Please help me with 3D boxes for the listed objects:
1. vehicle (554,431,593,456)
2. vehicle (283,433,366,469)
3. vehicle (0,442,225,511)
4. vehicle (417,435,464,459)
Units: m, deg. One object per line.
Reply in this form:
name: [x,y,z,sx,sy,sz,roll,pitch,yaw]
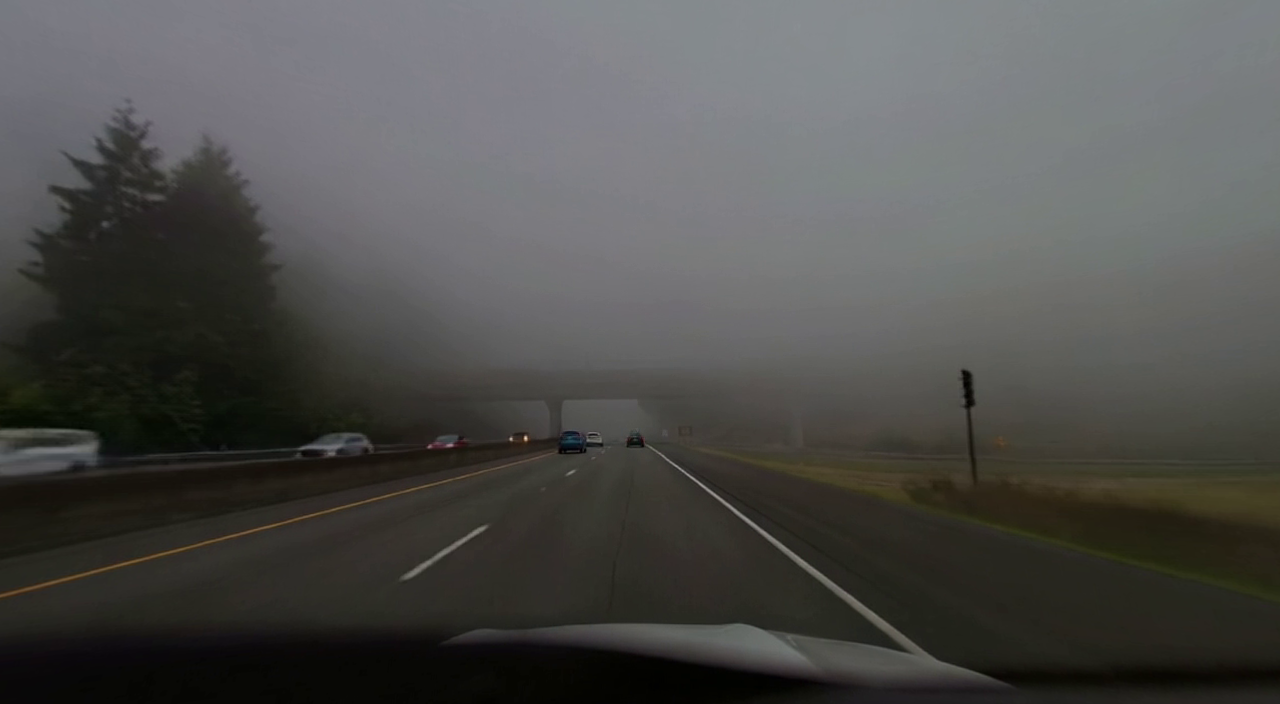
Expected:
vehicle: [-4.399,6.126,42.210,2.169,1.588,4.264,0,-8,-1]
vehicle: [-16.569,5.200,33.349,2.047,1.704,4.524,0,-8,0]
vehicle: [-12.745,2.970,15.662,2.012,1.428,4.247,0,-8,-1]
vehicle: [-12.873,6.145,40.871,1.725,1.446,3.914,0,-8,0]
